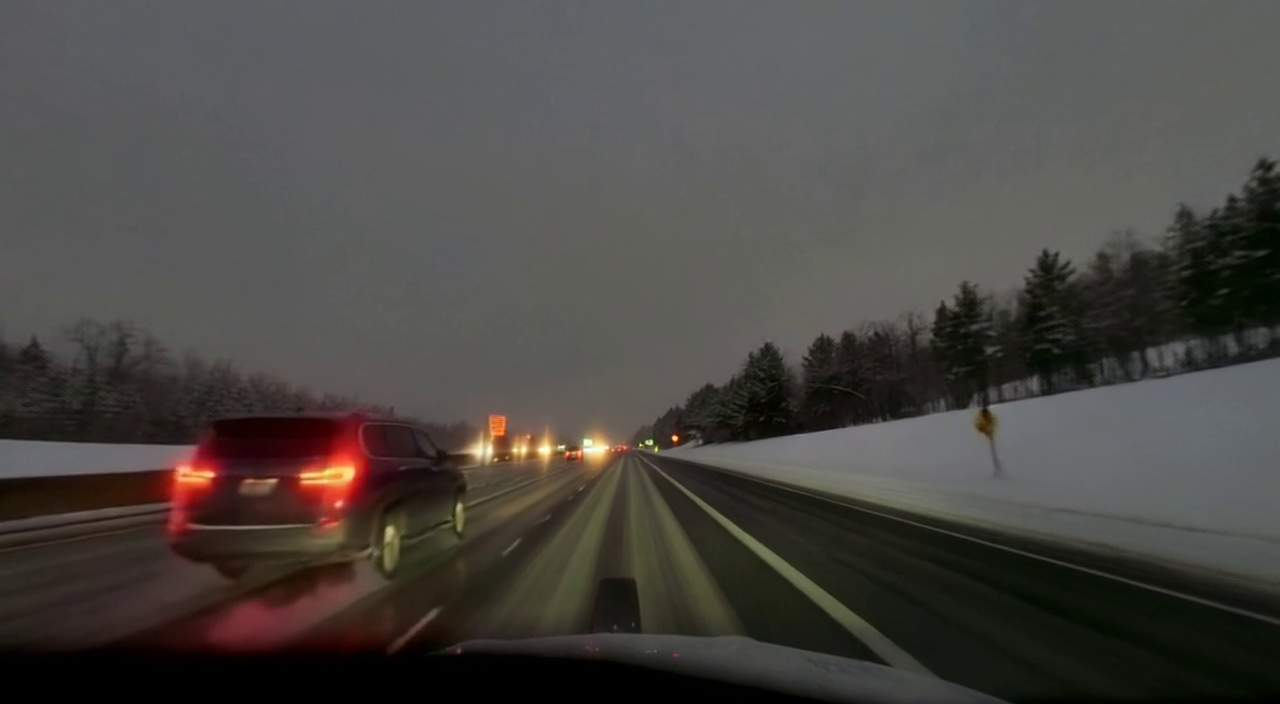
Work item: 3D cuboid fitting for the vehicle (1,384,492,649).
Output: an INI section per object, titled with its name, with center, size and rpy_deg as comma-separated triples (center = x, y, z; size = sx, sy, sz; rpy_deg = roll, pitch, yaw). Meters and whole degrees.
[vehicle]
center = -3.068, 1.397, 6.358
size = 2.103, 1.715, 4.371
rpy_deg = 0, -9, 0
